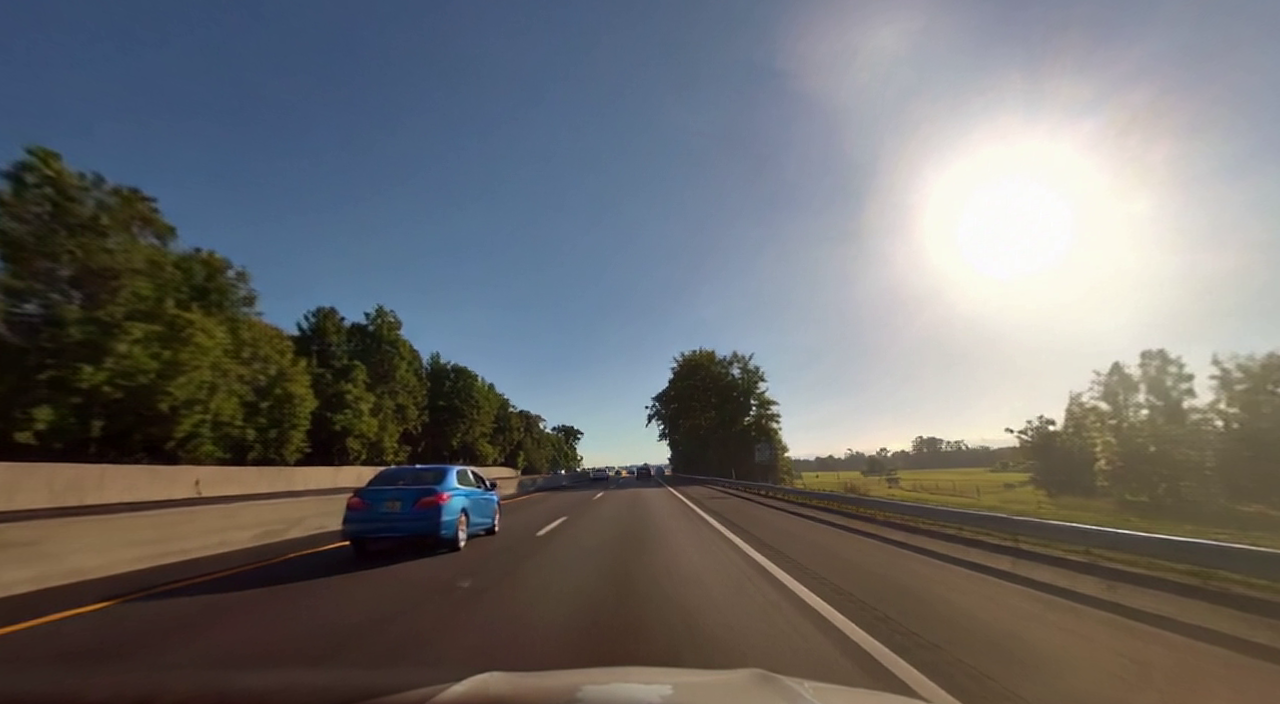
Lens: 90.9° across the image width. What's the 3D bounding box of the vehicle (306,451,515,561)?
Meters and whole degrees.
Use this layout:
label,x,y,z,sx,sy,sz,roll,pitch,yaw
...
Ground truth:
label,x,y,z,sx,sy,sz,roll,pitch,yaw
vehicle,-3.728,2.621,11.248,2.047,1.523,4.279,1,-11,1
